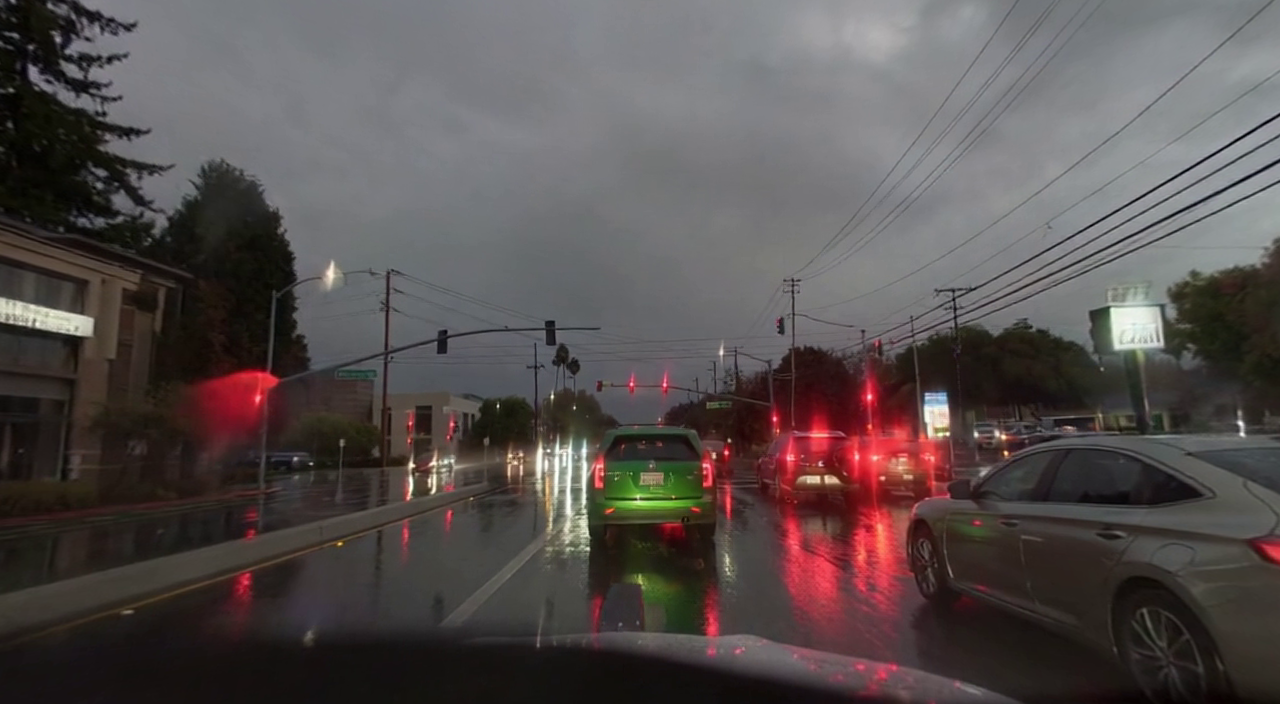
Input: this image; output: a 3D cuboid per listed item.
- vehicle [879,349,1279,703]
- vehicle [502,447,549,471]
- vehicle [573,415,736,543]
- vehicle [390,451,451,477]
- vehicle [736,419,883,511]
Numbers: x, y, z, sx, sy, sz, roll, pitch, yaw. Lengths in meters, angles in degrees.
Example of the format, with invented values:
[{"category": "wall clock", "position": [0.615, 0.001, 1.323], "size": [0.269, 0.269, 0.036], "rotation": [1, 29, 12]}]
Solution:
[{"category": "vehicle", "position": [3.348, 1.064, 4.023], "size": [1.998, 1.620, 4.267], "rotation": [0, -9, 1]}, {"category": "vehicle", "position": [-7.273, 6.837, 40.558], "size": [2.057, 1.461, 4.485], "rotation": [0, -9, 1]}, {"category": "vehicle", "position": [0.190, 1.981, 10.386], "size": [2.149, 1.668, 3.962], "rotation": [0, -9, 0]}, {"category": "vehicle", "position": [-13.568, 6.953, 39.344], "size": [2.045, 1.453, 4.624], "rotation": [0, -9, 1]}, {"category": "vehicle", "position": [3.697, 2.568, 14.809], "size": [2.060, 1.789, 4.712], "rotation": [0, -9, -1]}]
